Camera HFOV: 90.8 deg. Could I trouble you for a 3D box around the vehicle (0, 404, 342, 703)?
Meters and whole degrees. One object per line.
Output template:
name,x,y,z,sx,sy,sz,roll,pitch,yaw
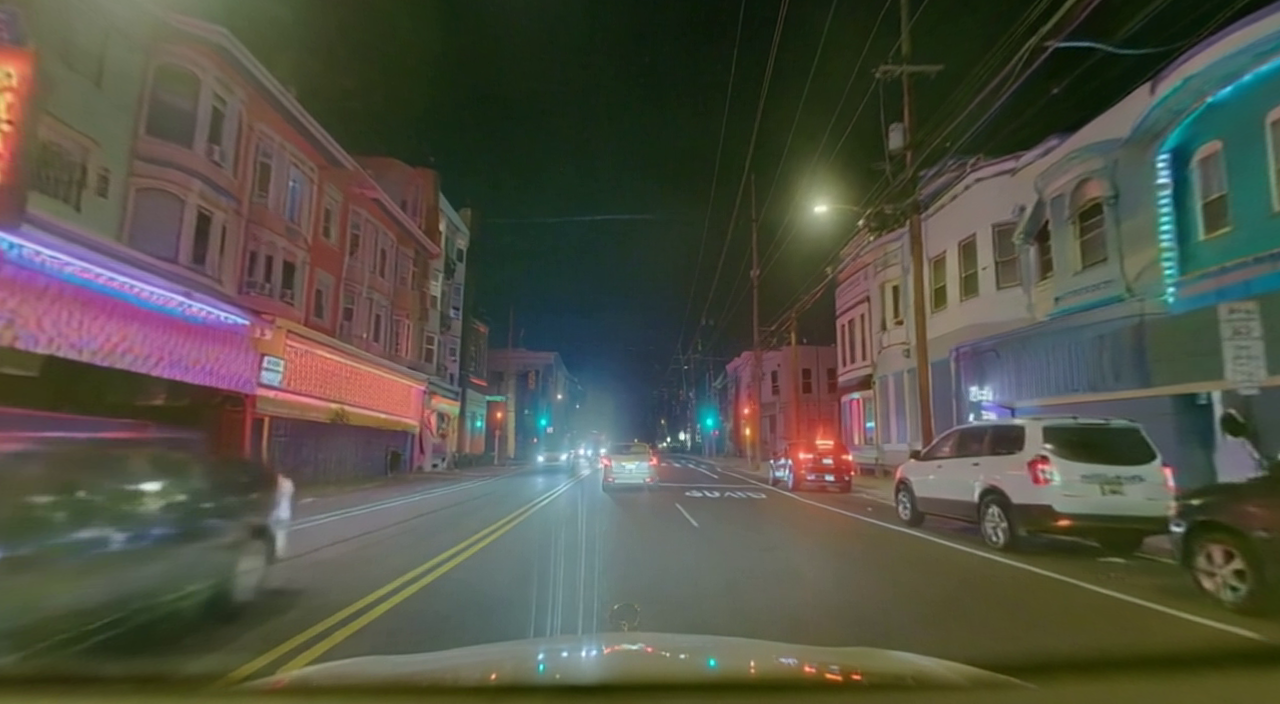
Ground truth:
vehicle,-3.874,1.172,3.958,1.968,1.524,4.304,0,-8,-1

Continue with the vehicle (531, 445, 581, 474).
vehicle,-4.514,5.834,34.602,2.181,1.500,4.319,0,-8,0

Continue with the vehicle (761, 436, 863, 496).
vehicle,6.190,4.164,23.584,2.197,1.917,5.637,0,-8,-1

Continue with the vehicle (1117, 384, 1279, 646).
vehicle,6.194,1.083,3.609,2.203,2.052,5.975,0,-8,-1

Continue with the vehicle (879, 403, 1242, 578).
vehicle,6.148,2.088,10.482,2.208,2.106,5.496,0,-9,0

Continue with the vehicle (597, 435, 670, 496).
vehicle,-0.181,3.358,19.002,1.980,1.635,3.795,0,-8,0
